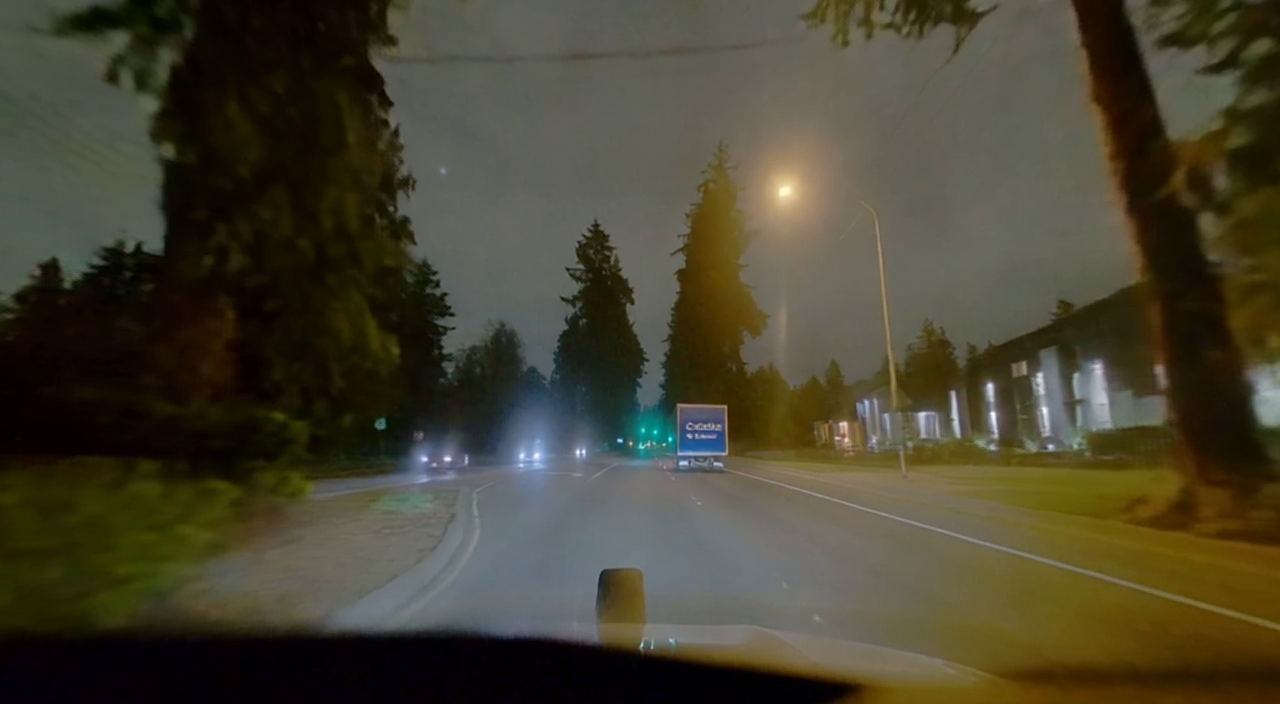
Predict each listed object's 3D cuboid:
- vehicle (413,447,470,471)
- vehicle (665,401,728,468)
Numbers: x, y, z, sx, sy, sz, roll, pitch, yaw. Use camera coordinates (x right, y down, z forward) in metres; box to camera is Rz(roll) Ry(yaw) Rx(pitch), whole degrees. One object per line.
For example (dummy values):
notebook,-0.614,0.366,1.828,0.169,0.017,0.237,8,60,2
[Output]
vehicle,-11.945,6.438,38.014,1.973,1.368,4.253,0,-8,1
vehicle,3.472,5.474,41.084,2.973,3.848,9.336,0,-8,-2
